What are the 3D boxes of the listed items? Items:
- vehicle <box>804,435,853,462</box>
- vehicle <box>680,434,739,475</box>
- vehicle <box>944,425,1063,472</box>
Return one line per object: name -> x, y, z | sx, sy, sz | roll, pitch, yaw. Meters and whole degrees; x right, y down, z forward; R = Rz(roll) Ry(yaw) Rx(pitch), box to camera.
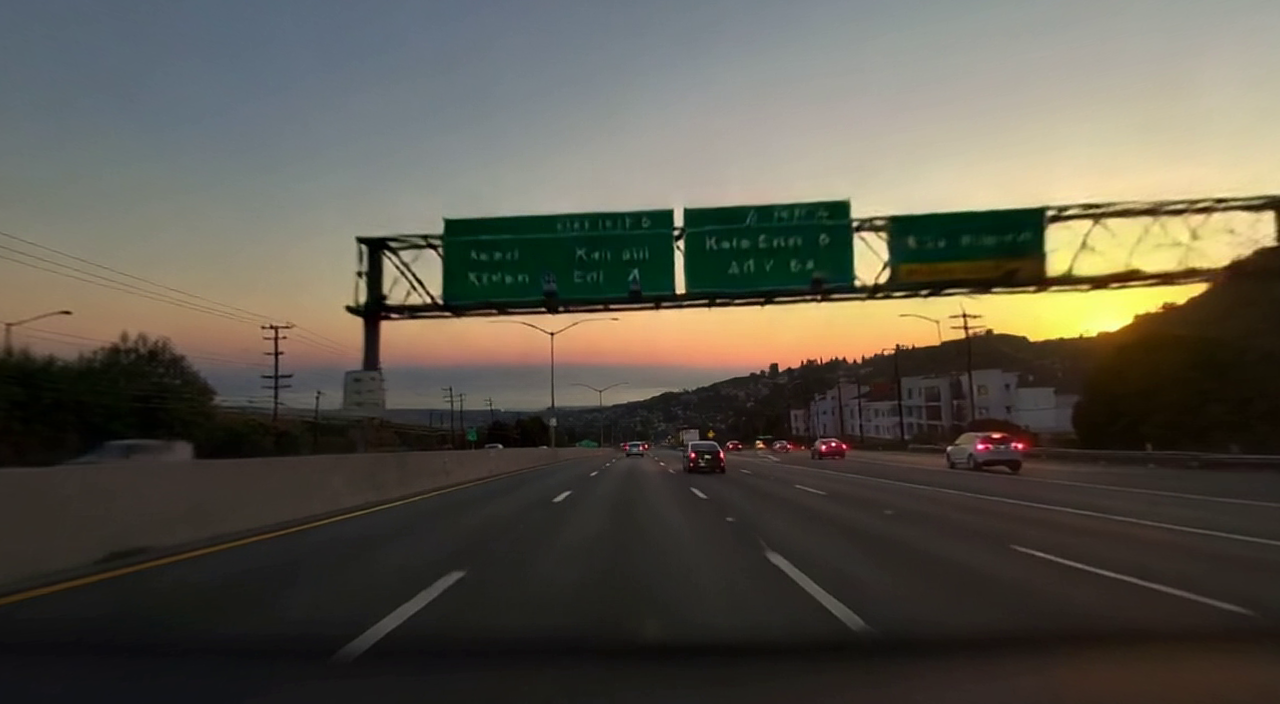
vehicle -> 13.116, 6.735, 44.286 | 2.070, 1.782, 5.006 | -1, -8, 3
vehicle -> 2.941, 4.457, 27.629 | 1.997, 1.638, 4.281 | 0, -9, -2
vehicle -> 16.279, 4.385, 28.746 | 2.190, 1.911, 5.658 | 0, -8, 2
